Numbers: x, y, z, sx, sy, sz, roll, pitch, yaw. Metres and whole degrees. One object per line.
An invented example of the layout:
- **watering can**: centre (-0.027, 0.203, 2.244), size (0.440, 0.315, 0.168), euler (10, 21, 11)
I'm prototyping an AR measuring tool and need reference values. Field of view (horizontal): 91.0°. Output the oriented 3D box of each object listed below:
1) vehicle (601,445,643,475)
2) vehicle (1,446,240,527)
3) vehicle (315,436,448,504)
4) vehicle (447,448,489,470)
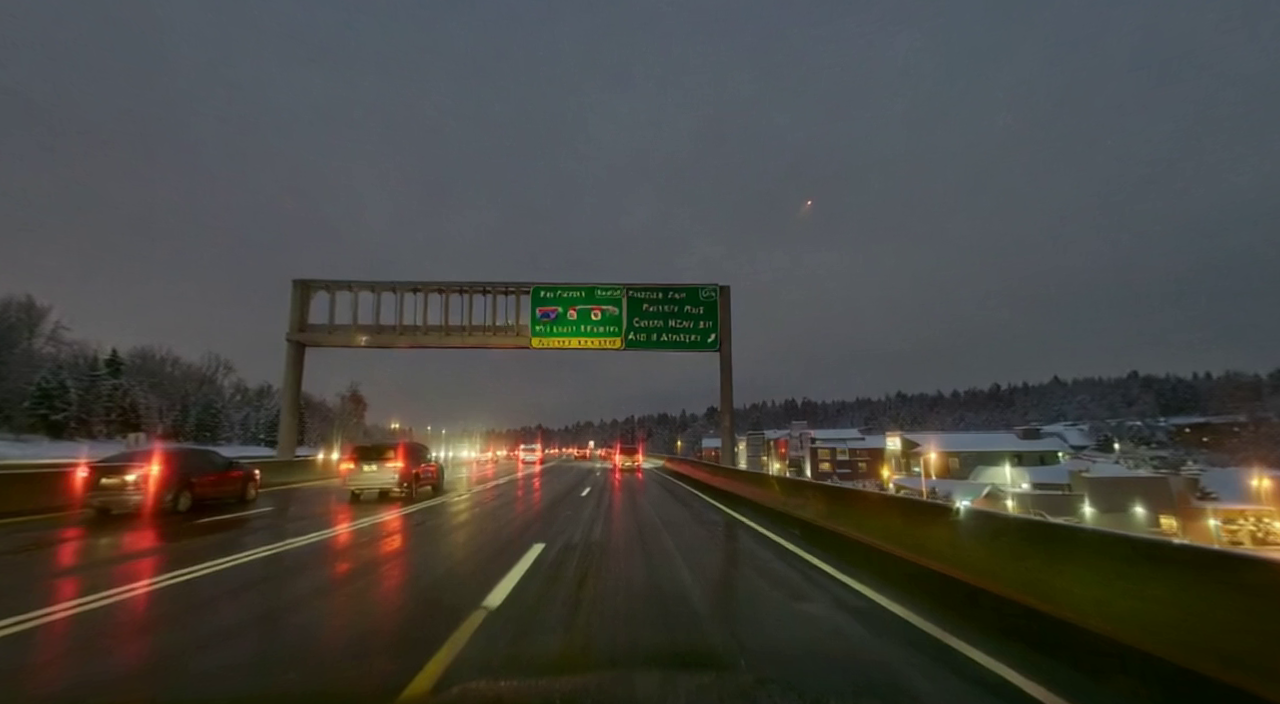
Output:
- **vehicle**: centre (-1.014, 5.836, 34.352), size (2.110, 1.501, 4.319), euler (0, -9, -2)
- **vehicle**: centre (-11.066, 2.832, 13.874), size (1.936, 1.501, 3.900), euler (0, -9, -1)
- **vehicle**: centre (-7.299, 3.351, 18.347), size (2.065, 1.689, 4.399), euler (0, -9, -1)
- **vehicle**: centre (-11.999, 7.487, 44.185), size (1.861, 1.466, 4.233), euler (0, -9, -3)
